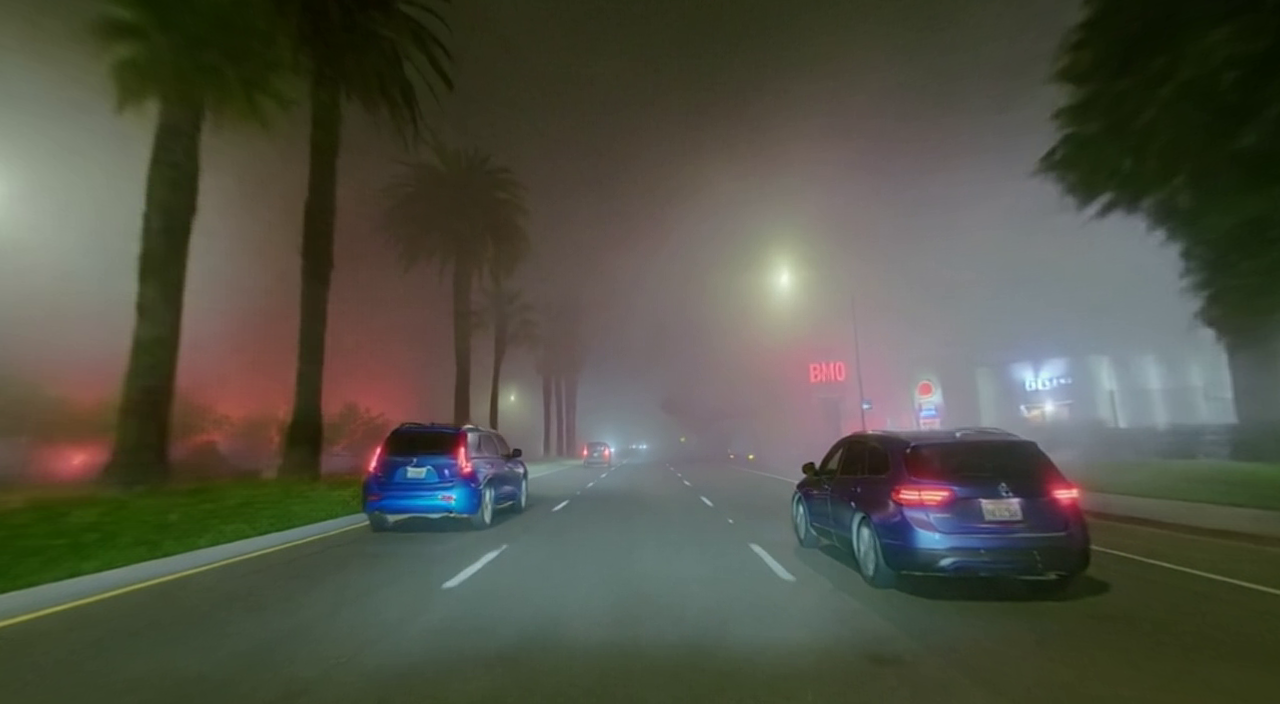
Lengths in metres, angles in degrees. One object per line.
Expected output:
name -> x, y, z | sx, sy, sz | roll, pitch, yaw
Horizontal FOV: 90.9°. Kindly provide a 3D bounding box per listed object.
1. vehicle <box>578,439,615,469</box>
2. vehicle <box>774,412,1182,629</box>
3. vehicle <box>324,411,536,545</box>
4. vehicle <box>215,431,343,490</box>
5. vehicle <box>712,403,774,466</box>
vehicle -> -2.658, 6.341, 39.562 | 1.998, 1.743, 4.402 | 0, -8, 1
vehicle -> 2.837, 1.492, 6.585 | 1.946, 1.513, 4.133 | 0, -8, 0
vehicle -> -3.219, 2.029, 10.813 | 2.058, 1.804, 4.391 | 0, -8, 1
vehicle -> -21.838, 6.568, 38.884 | 2.989, 3.225, 8.285 | 0, -8, 0
vehicle -> 7.039, 5.831, 44.345 | 2.902, 3.992, 8.073 | 0, -8, 0
